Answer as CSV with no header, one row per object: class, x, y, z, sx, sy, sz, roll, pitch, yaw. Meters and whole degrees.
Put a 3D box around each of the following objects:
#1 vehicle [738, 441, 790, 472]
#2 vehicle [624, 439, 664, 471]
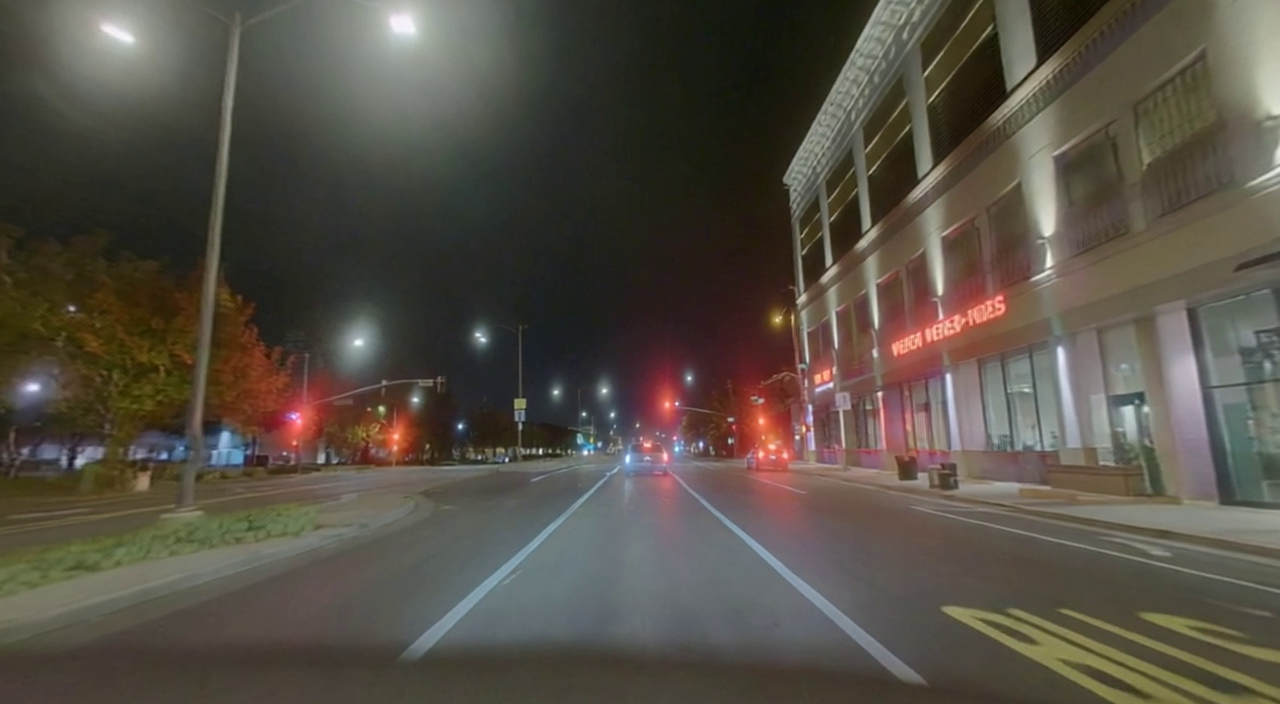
vehicle,7.431,6.328,38.447,1.987,1.772,4.749,0,-9,-3
vehicle,0.295,6.065,37.418,2.223,1.775,4.250,0,-9,1
